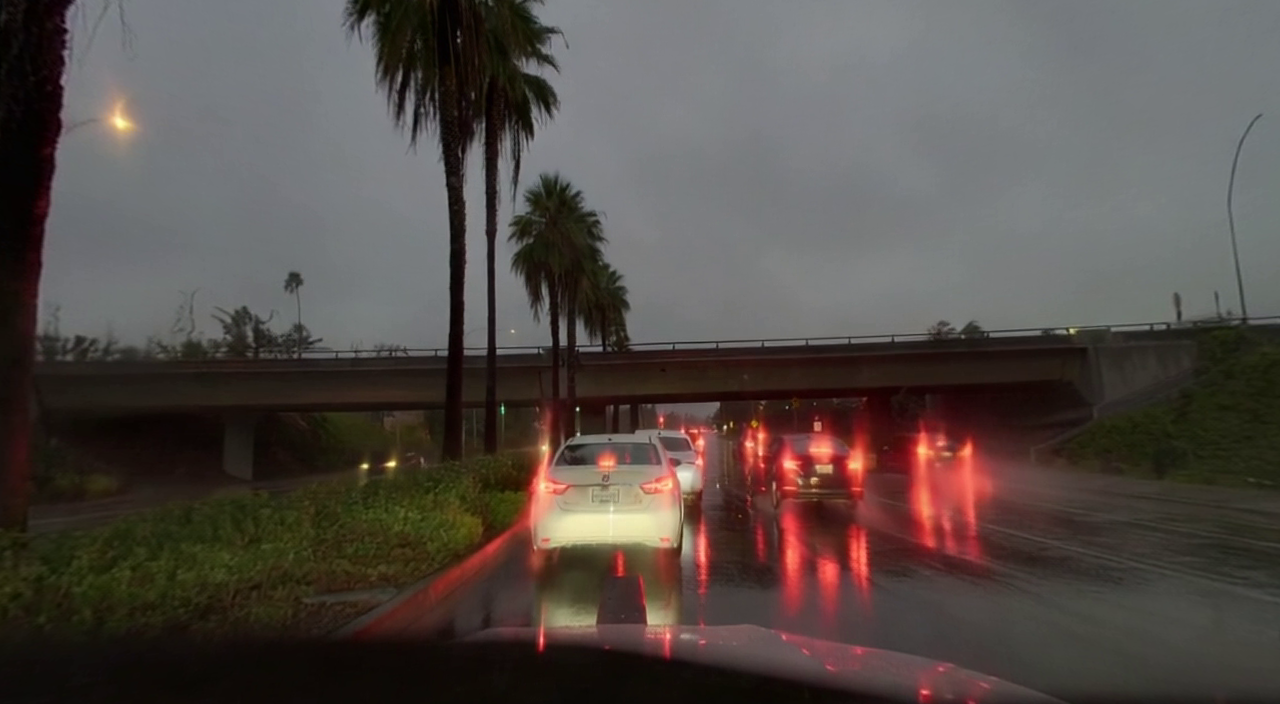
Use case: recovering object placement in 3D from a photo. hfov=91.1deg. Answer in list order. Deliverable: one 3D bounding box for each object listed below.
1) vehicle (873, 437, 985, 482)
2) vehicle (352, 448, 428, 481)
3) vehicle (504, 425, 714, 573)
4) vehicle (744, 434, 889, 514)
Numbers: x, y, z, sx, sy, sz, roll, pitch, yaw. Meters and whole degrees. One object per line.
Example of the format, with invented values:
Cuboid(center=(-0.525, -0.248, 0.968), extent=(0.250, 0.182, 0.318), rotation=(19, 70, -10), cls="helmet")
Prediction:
Cuboid(center=(10.478, 3.931, 23.207), extent=(2.100, 1.469, 4.772), rotation=(0, -9, 3), cls="vehicle")
Cuboid(center=(-12.303, 5.536, 31.256), extent=(1.933, 1.486, 4.449), rotation=(0, -8, 1), cls="vehicle")
Cuboid(center=(-0.251, 1.823, 8.577), extent=(2.172, 1.506, 4.018), rotation=(0, -8, 2), cls="vehicle")
Cuboid(center=(3.776, 2.696, 14.466), extent=(2.034, 1.517, 4.840), rotation=(0, -9, 1), cls="vehicle")
